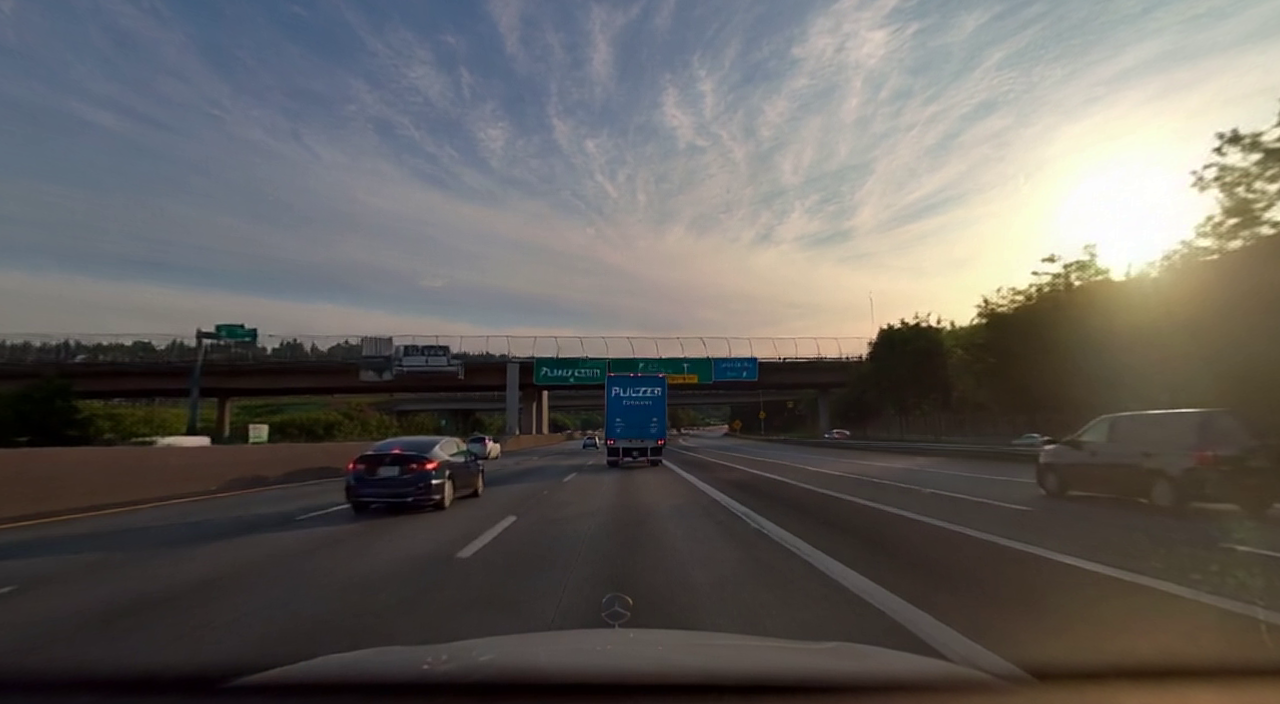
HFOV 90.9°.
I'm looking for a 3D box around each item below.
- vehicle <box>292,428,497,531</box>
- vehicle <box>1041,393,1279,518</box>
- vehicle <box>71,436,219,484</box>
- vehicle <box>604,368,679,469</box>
[{"bbox_3d":[-3.979,2.101,11.097,1.943,1.446,4.158,0,-8,0],"label":"vehicle"},{"bbox_3d":[9.976,1.845,11.637,2.052,1.841,4.481,0,-8,-2],"label":"vehicle"},{"bbox_3d":[-16.662,3.616,21.522,1.800,1.448,4.094,0,-8,-2],"label":"vehicle"},{"bbox_3d":[-0.114,3.390,30.568,2.926,3.959,11.818,0,-8,-2],"label":"vehicle"}]
